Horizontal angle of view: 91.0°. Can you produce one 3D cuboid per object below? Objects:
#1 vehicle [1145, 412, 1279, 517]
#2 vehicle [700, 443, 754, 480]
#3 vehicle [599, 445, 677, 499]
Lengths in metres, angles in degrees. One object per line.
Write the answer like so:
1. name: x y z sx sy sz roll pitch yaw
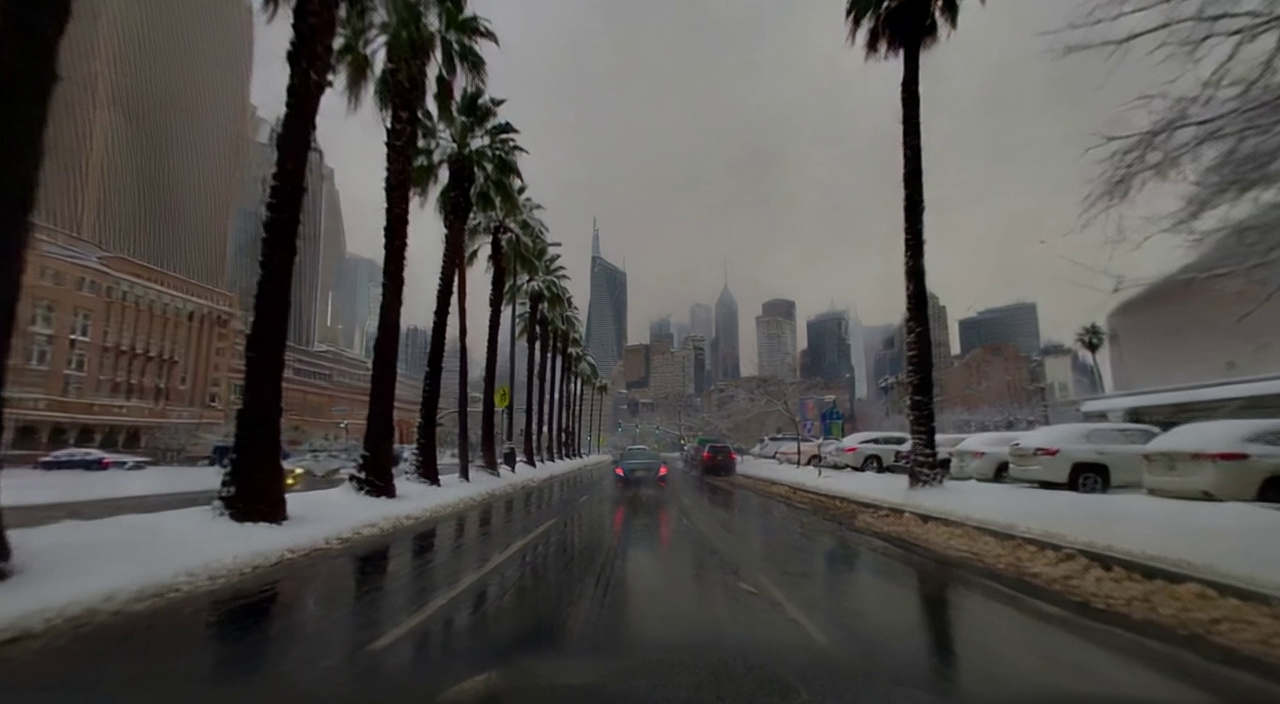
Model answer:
1. vehicle: 12.950 2.096 11.997 4.696 1.776 2.253 0 -8 -2
2. vehicle: 4.460 5.688 33.119 2.136 1.774 4.778 0 -8 0
3. vehicle: -0.030 3.773 20.171 2.235 1.528 3.876 0 -8 1
